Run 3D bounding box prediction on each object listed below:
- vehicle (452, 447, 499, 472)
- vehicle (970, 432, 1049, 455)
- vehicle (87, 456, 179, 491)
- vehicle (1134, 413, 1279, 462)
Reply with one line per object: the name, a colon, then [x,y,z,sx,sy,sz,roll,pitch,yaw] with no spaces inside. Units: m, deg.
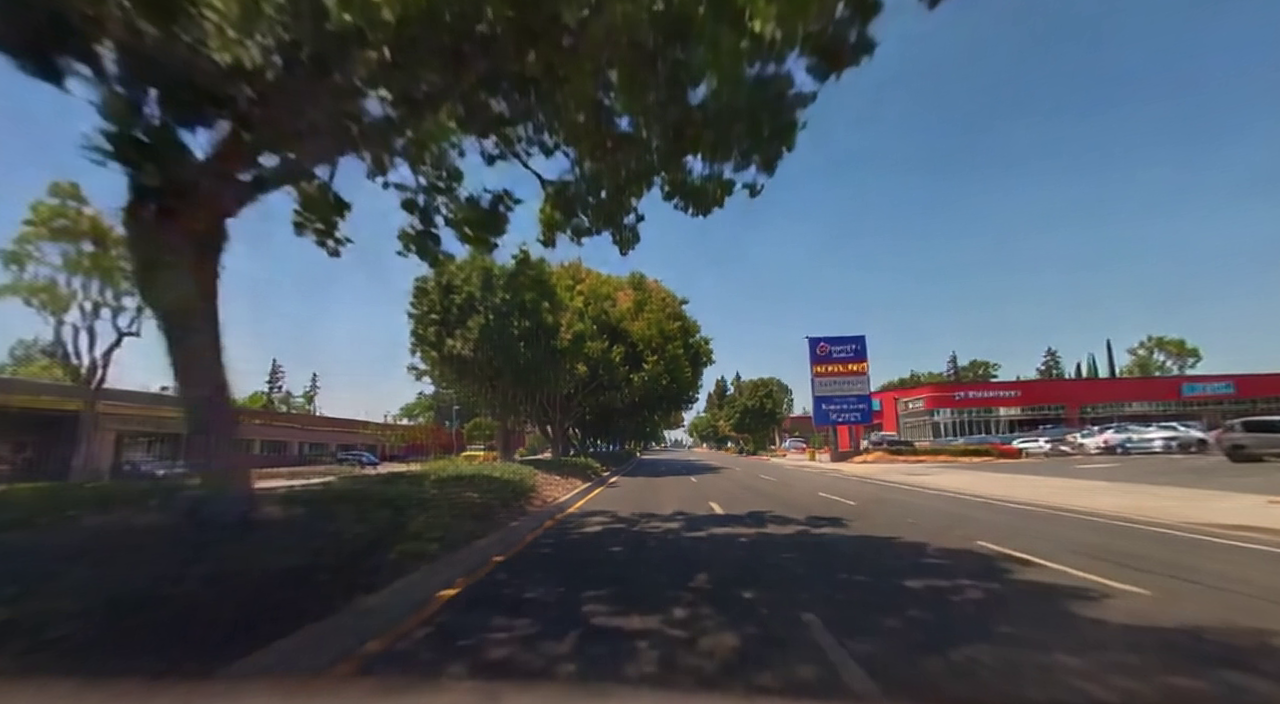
vehicle: [-10.870,7.100,42.006,1.896,1.593,4.014,0,-9,2]
vehicle: [22.565,5.588,38.687,3.547,1.360,1.951,0,-9,3]
vehicle: [-24.623,5.852,30.669,4.605,1.509,1.845,-5,-10,30]
vehicle: [20.968,2.974,21.887,5.669,1.603,2.284,0,-9,1]
